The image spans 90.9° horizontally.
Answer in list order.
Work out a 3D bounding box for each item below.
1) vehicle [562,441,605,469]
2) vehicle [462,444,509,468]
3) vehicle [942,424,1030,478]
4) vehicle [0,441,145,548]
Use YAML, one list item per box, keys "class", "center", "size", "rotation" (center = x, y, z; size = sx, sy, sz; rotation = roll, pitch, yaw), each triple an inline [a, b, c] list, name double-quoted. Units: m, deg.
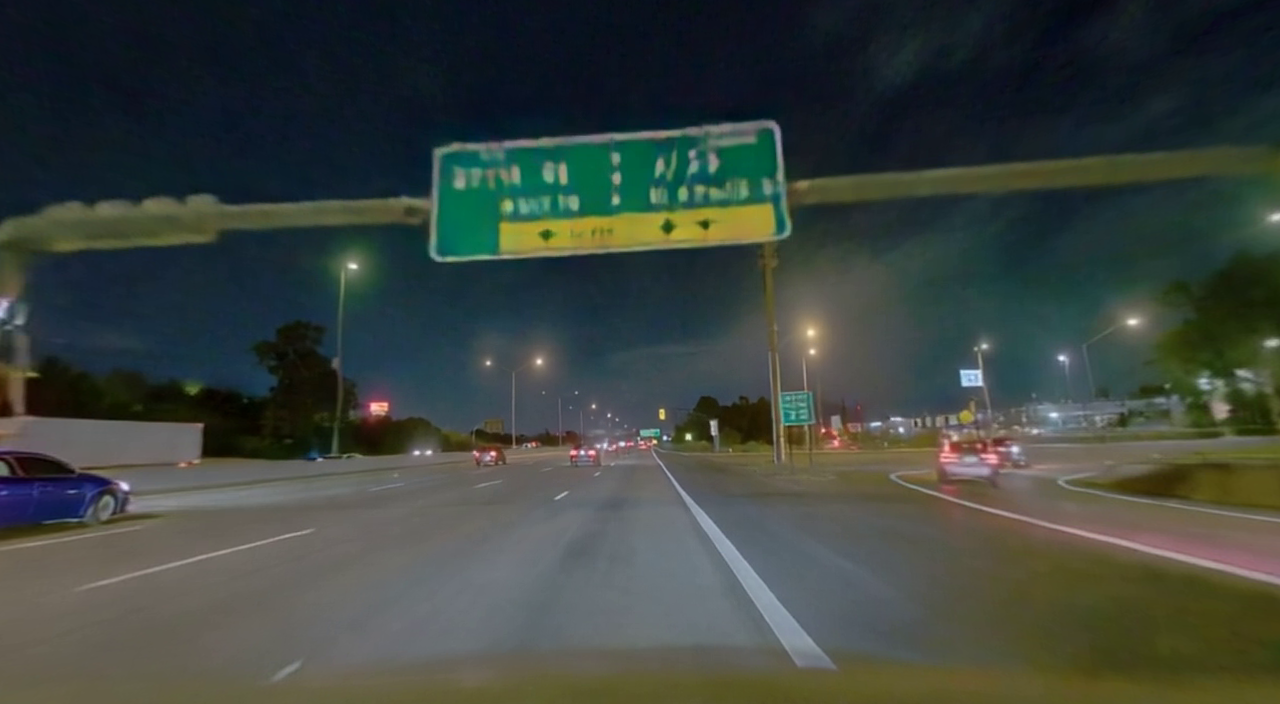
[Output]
- class: "vehicle"
  center: [-3.190, 5.933, 36.662]
  size: [2.050, 1.479, 4.342]
  rotation: [0, -8, 1]
- class: "vehicle"
  center: [-9.940, 6.701, 40.877]
  size: [1.930, 1.490, 3.955]
  rotation: [0, -8, 1]
- class: "vehicle"
  center: [12.936, 3.724, 23.891]
  size: [2.127, 1.815, 4.777]
  rotation: [-3, -9, 20]
- class: "vehicle"
  center: [-10.197, 2.067, 9.161]
  size: [2.002, 1.526, 4.822]
  rotation: [0, -8, 1]
